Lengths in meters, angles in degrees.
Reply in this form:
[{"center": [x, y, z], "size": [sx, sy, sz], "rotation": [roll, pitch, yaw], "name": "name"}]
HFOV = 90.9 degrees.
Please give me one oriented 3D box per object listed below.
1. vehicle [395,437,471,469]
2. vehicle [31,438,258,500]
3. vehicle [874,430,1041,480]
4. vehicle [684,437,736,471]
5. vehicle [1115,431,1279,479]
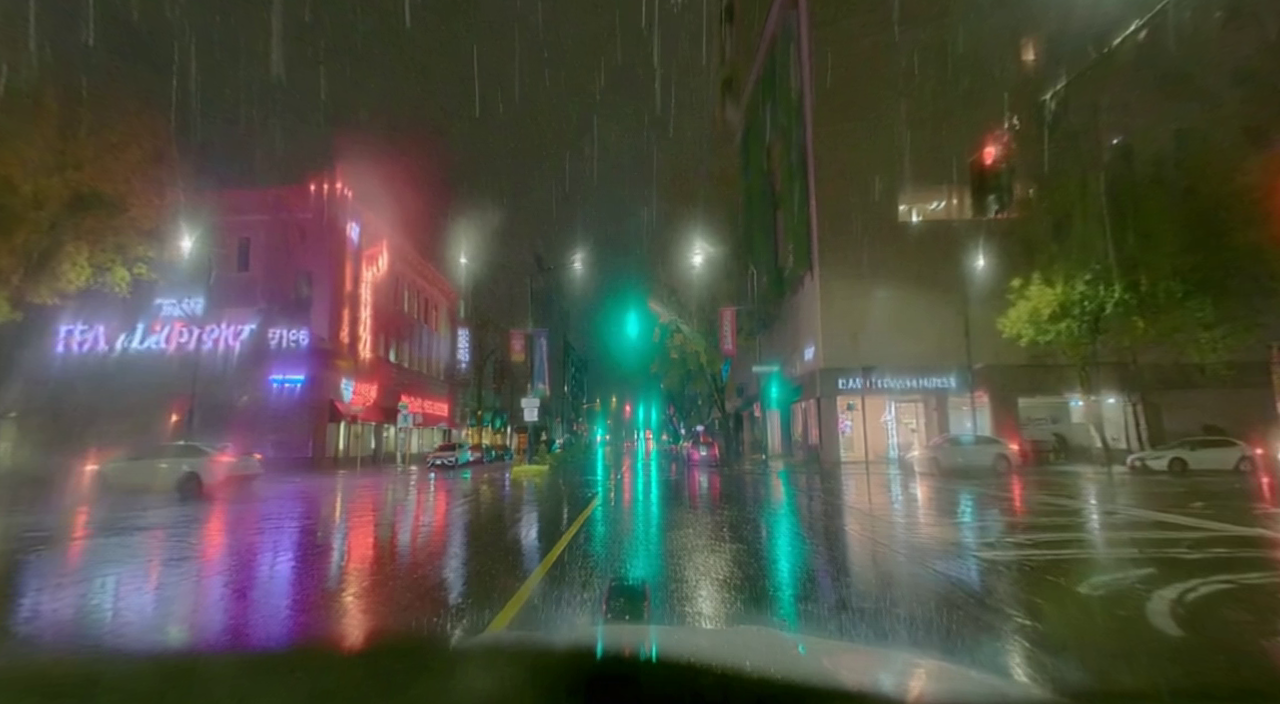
[{"center": [-12.458, 6.023, 37.815], "size": [4.447, 1.790, 2.206], "rotation": [-7, -11, 38], "name": "vehicle"}, {"center": [-13.419, 3.136, 17.372], "size": [4.597, 1.476, 1.980], "rotation": [7, -11, -39], "name": "vehicle"}, {"center": [10.223, 3.353, 20.581], "size": [4.330, 1.517, 2.045], "rotation": [0, -8, 0], "name": "vehicle"}, {"center": [3.444, 5.159, 32.029], "size": [2.120, 1.560, 4.402], "rotation": [0, -8, 0], "name": "vehicle"}, {"center": [18.850, 3.375, 20.711], "size": [4.836, 1.471, 1.991], "rotation": [0, -9, -1], "name": "vehicle"}]
